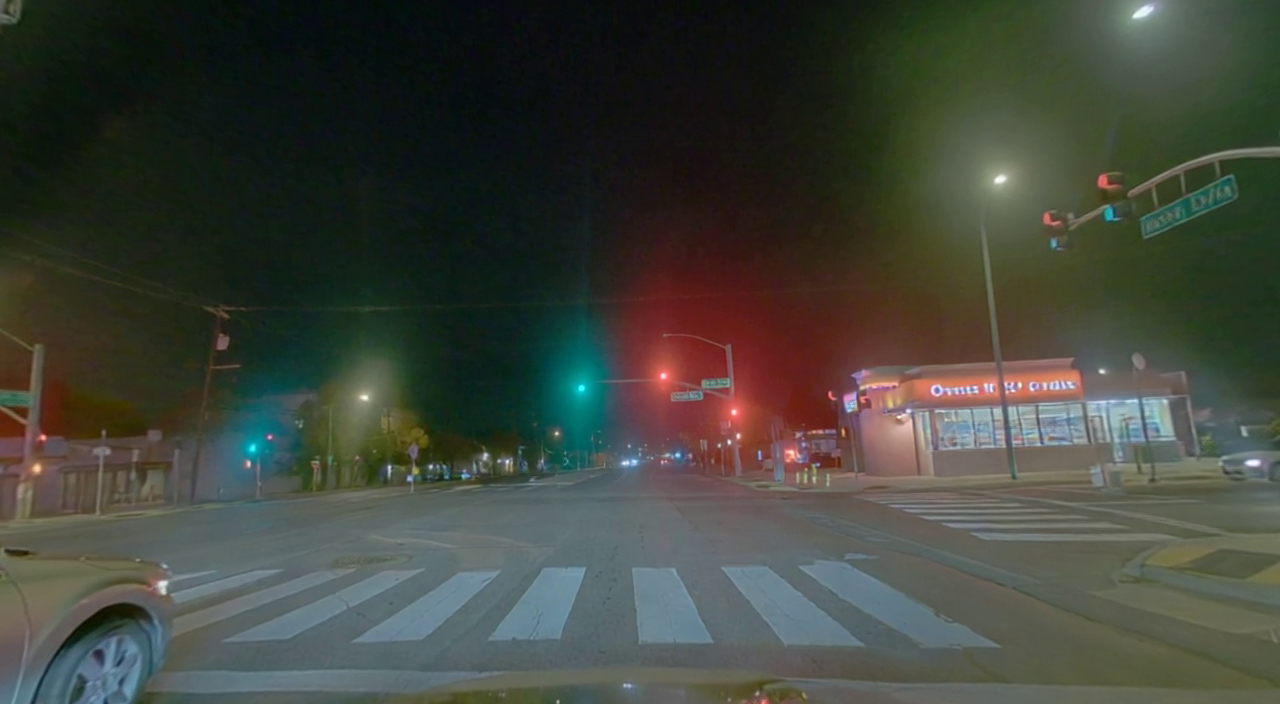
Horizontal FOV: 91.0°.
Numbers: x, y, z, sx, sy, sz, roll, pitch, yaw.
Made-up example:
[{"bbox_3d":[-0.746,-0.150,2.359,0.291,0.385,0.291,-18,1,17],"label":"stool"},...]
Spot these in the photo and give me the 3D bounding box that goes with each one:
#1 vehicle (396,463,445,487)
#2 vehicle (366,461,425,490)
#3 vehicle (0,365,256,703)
[{"bbox_3d":[-15.757,8.828,45.407,1.931,1.471,4.152,0,-9,1],"label":"vehicle"},{"bbox_3d":[-19.217,9.717,49.823,2.227,2.033,5.614,0,-9,1],"label":"vehicle"},{"bbox_3d":[-3.409,0.743,1.412,2.081,1.644,4.523,0,-9,2],"label":"vehicle"}]
